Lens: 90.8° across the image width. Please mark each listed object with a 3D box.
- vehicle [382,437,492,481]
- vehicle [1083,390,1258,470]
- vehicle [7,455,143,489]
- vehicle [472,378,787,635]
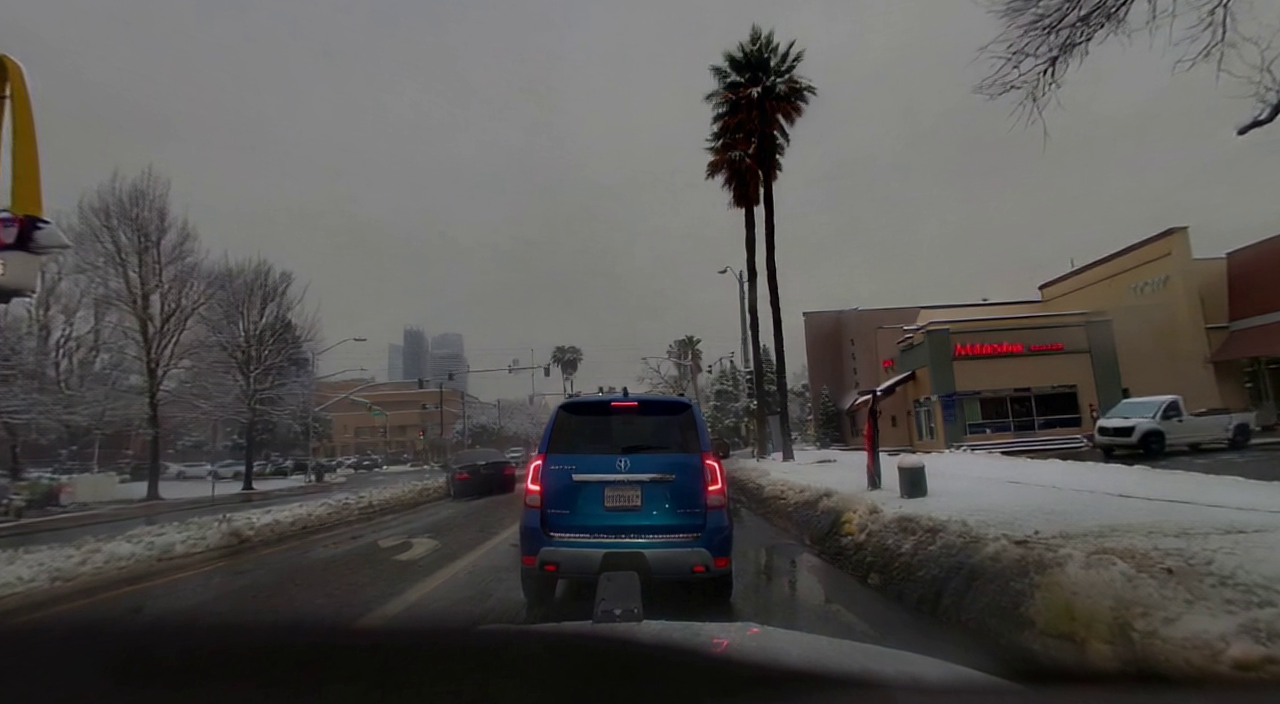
[{"bbox_3d":[-10.261,5.520,32.636,2.448,2.043,5.988,-3,-10,15],"label":"vehicle"},{"bbox_3d":[16.097,2.407,19.060,6.060,2.047,2.490,6,-11,-36],"label":"vehicle"},{"bbox_3d":[-27.933,5.929,31.449,4.593,1.528,1.979,5,-10,-29],"label":"vehicle"},{"bbox_3d":[-0.121,1.388,6.526,2.234,1.818,3.869,0,-9,-2],"label":"vehicle"}]
